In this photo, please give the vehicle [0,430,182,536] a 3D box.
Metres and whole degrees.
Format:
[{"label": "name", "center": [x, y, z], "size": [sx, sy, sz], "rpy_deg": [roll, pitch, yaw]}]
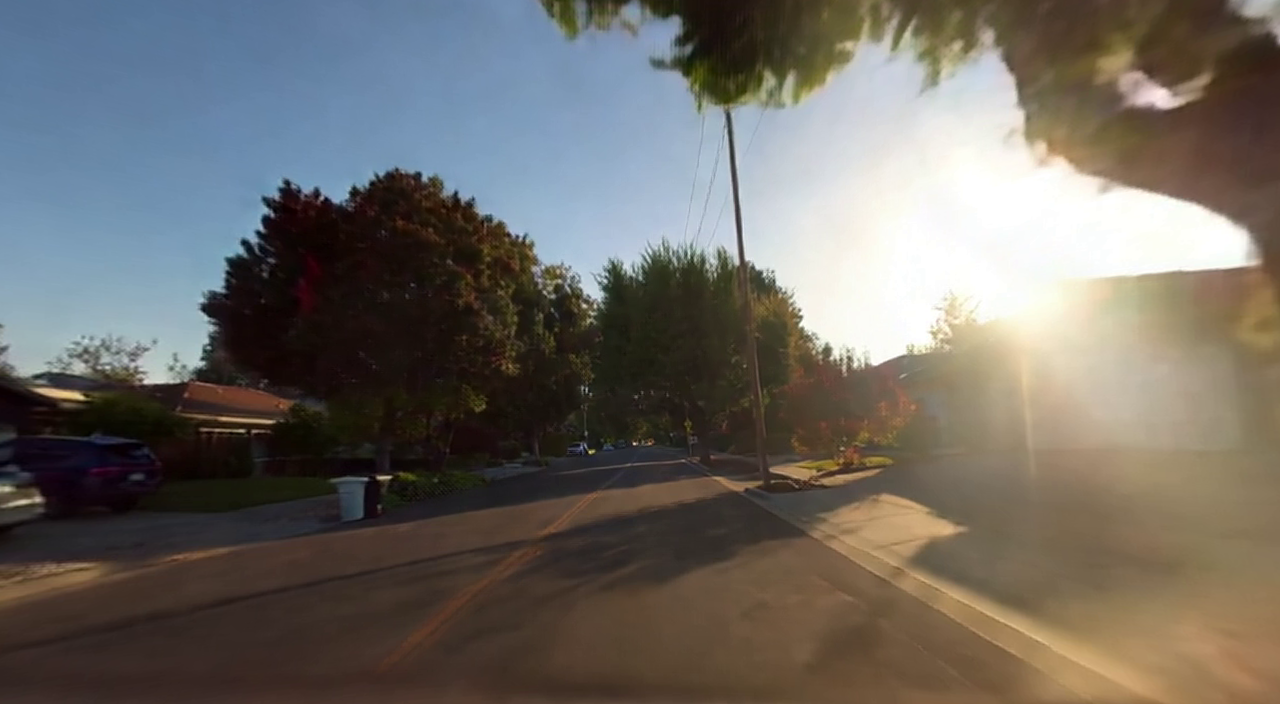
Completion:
[{"label": "vehicle", "center": [-12.884, 2.813, 14.037], "size": [2.085, 1.904, 4.521], "rpy_deg": [-5, -7, 0]}]
